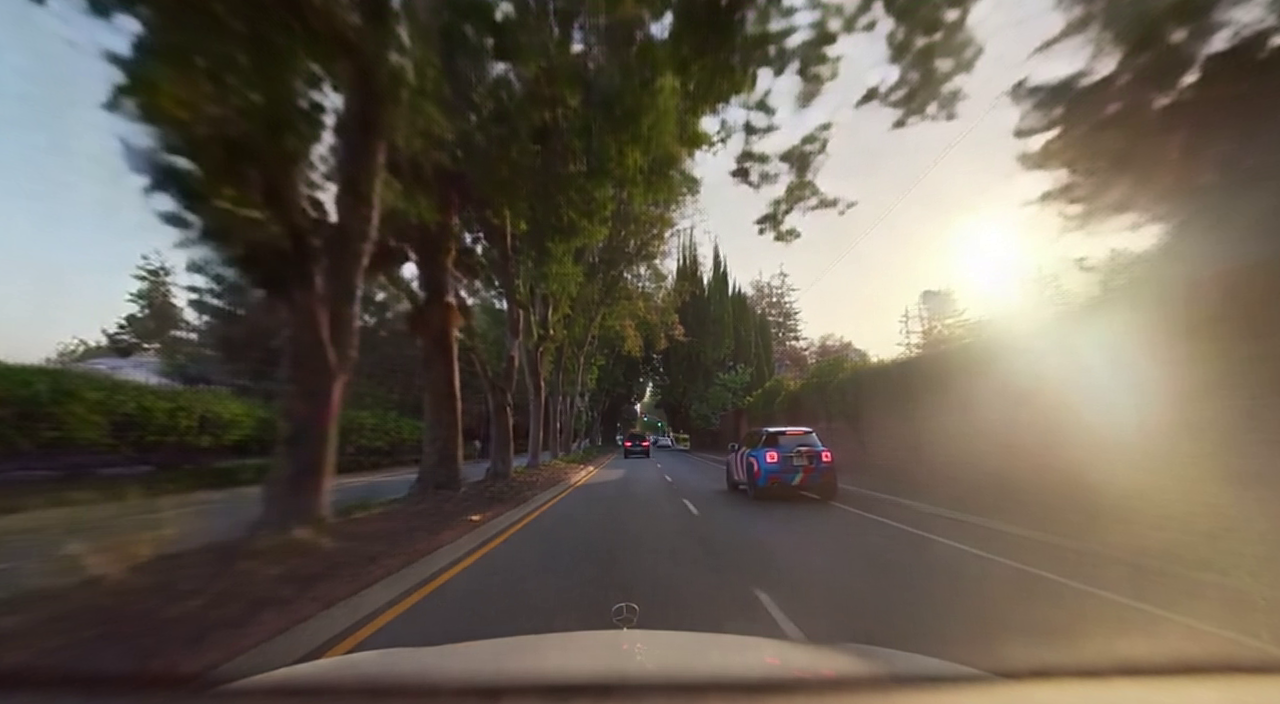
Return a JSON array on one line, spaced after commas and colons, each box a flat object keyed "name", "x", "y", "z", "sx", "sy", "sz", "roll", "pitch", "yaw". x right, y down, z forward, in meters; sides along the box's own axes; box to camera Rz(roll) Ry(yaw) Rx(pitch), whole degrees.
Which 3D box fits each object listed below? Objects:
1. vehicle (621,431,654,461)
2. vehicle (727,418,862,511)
[{"name": "vehicle", "x": -0.179, "y": 5.985, "z": 40.038, "sx": 1.984, "sy": 1.777, "sz": 3.148, "roll": 0, "pitch": -9, "yaw": -1}, {"name": "vehicle", "x": 3.155, "y": 2.405, "z": 13.803, "sx": 1.840, "sy": 1.709, "sz": 4.202, "roll": 0, "pitch": -9, "yaw": -1}]
